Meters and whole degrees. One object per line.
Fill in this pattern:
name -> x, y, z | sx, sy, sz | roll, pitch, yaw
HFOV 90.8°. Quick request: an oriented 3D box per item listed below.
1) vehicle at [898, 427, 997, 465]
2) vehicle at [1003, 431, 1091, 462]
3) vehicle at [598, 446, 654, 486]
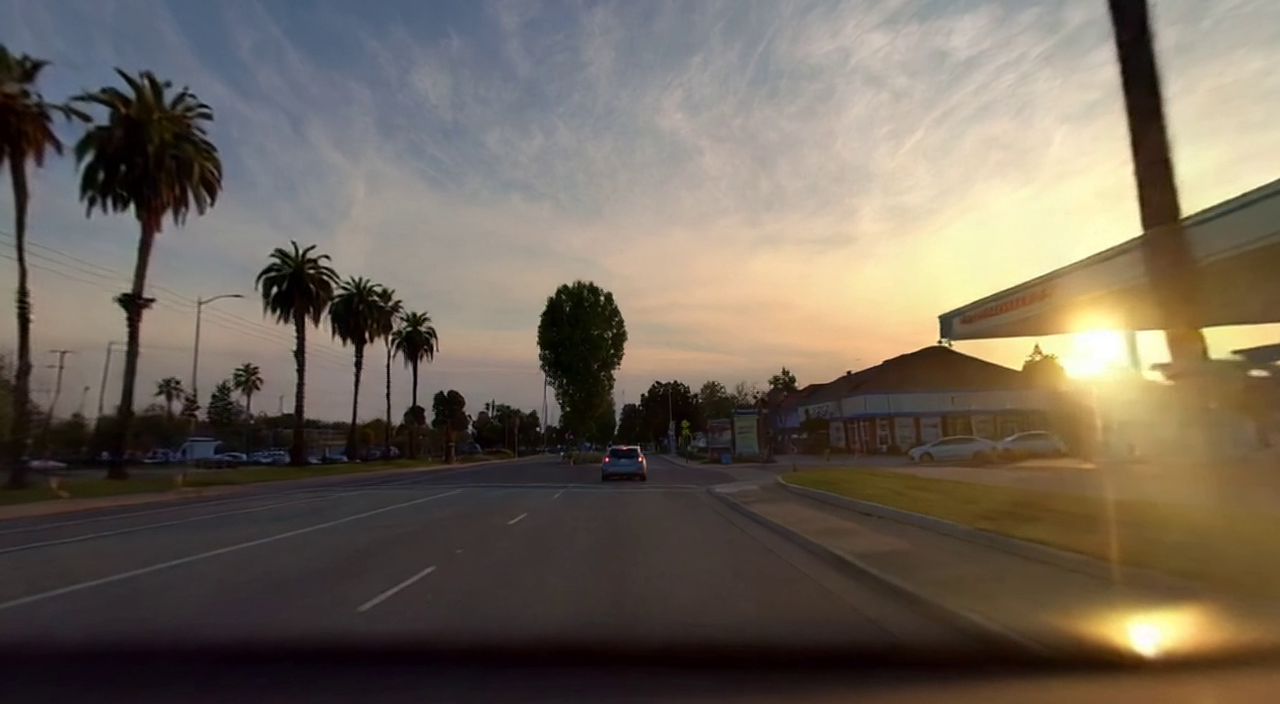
vehicle -> 18.536, 5.700, 38.244 | 4.747, 2.178, 2.336 | 1, -9, -2
vehicle -> 24.674, 5.774, 38.417 | 4.025, 1.827, 1.852 | 1, -9, -2
vehicle -> -0.545, 4.535, 25.403 | 2.076, 1.486, 4.119 | 0, -9, -1
